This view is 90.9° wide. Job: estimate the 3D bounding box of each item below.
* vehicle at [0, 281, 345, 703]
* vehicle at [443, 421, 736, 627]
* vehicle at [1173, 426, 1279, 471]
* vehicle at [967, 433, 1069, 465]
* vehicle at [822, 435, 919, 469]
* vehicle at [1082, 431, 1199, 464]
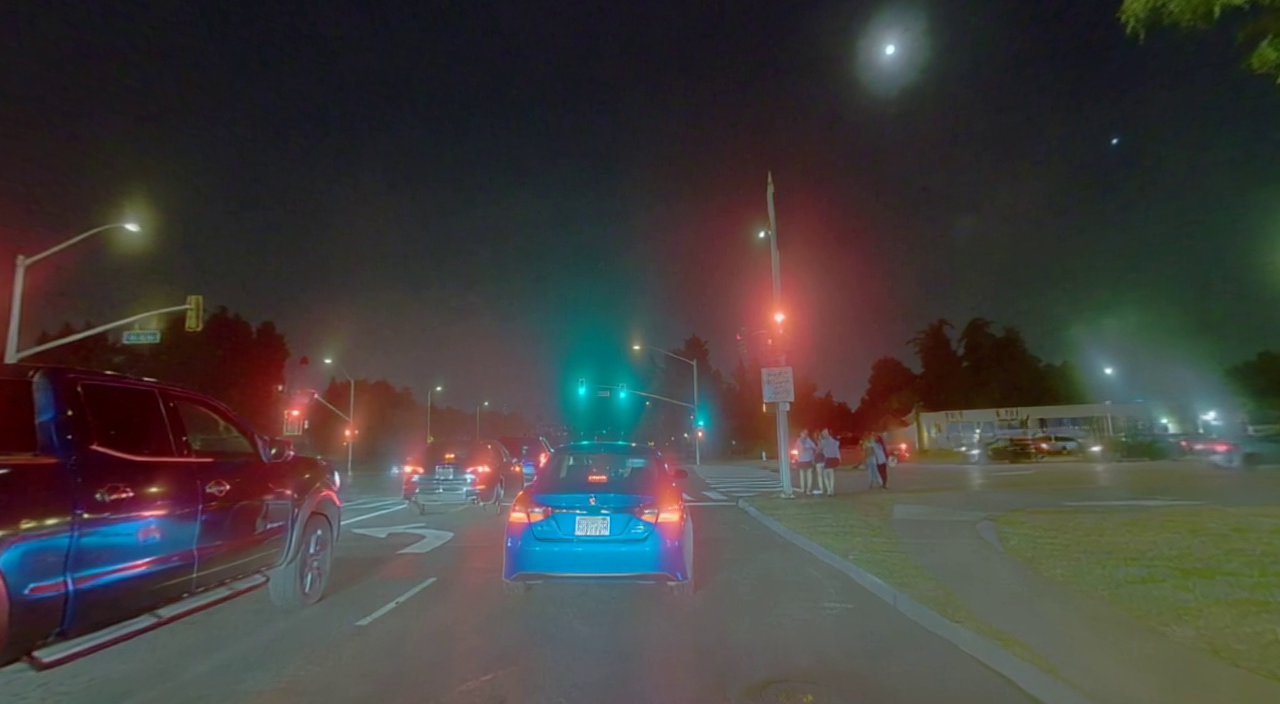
[{"bbox_3d":[-3.690,0.748,2.834,2.202,1.961,4.980,0,-9,1],"label":"vehicle"},{"bbox_3d":[-0.367,1.599,6.913,2.144,1.497,4.446,0,-9,0],"label":"vehicle"},{"bbox_3d":[24.086,3.681,24.146,5.192,1.620,2.072,-1,-9,5],"label":"vehicle"},{"bbox_3d":[21.946,5.652,36.720,4.529,1.786,2.110,0,-9,2],"label":"vehicle"},{"bbox_3d":[12.203,5.339,33.626,4.394,1.724,1.886,0,-9,1],"label":"vehicle"},{"bbox_3d":[29.067,5.568,36.733,4.967,1.794,2.044,-1,-9,2],"label":"vehicle"}]
